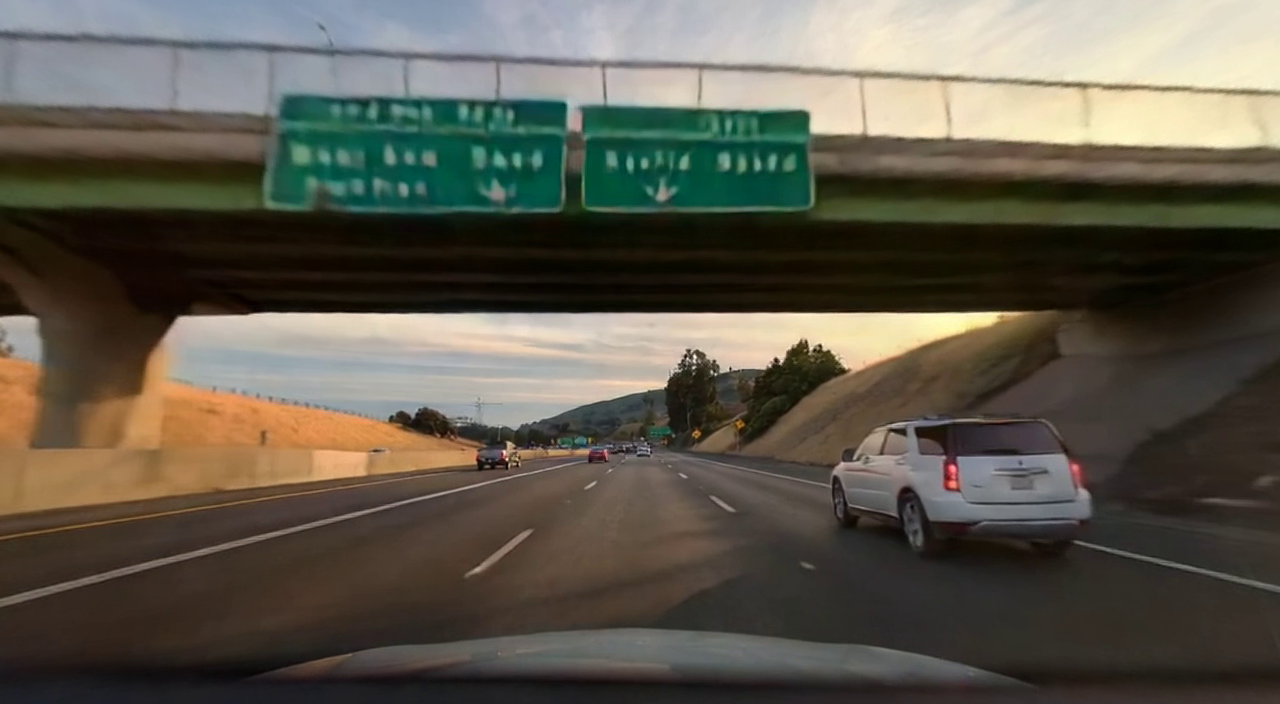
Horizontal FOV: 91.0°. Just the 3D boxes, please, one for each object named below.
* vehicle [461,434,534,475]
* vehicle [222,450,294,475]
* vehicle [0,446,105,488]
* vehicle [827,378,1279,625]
[{"bbox_3d":[-7.281,5.327,32.926,2.341,1.959,5.684,0,-9,2],"label":"vehicle"},{"bbox_3d":[-25.971,7.491,42.984,2.020,1.629,4.543,0,-9,1],"label":"vehicle"},{"bbox_3d":[-29.810,5.591,31.119,2.034,1.876,5.304,0,-9,0],"label":"vehicle"},{"bbox_3d":[3.609,1.374,6.644,1.990,1.735,4.276,0,-9,1],"label":"vehicle"}]
